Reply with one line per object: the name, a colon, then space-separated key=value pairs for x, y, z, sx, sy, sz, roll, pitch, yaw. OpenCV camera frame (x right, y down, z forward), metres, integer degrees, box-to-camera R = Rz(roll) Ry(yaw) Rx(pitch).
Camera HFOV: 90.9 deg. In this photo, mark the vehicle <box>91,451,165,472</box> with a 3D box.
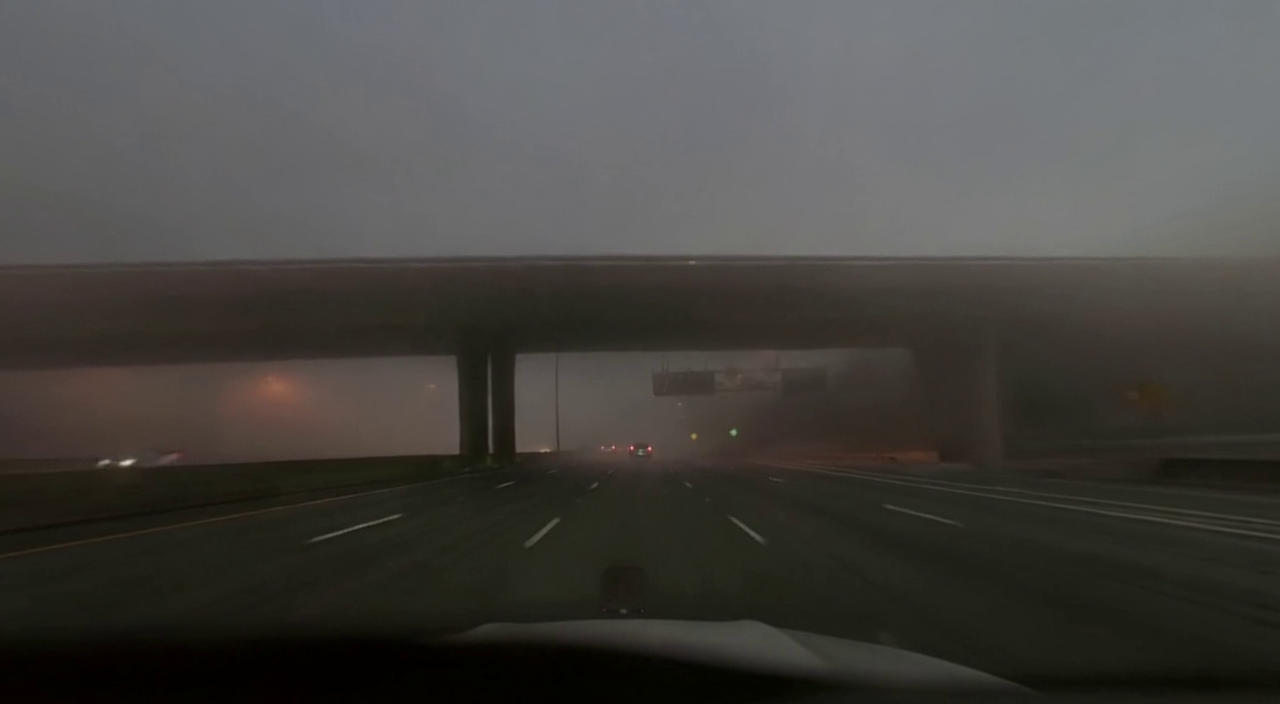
vehicle: x=-37.648 y=8.010 z=46.500 sx=1.775 sy=1.435 sz=4.410 roll=0 pitch=-9 yaw=0
